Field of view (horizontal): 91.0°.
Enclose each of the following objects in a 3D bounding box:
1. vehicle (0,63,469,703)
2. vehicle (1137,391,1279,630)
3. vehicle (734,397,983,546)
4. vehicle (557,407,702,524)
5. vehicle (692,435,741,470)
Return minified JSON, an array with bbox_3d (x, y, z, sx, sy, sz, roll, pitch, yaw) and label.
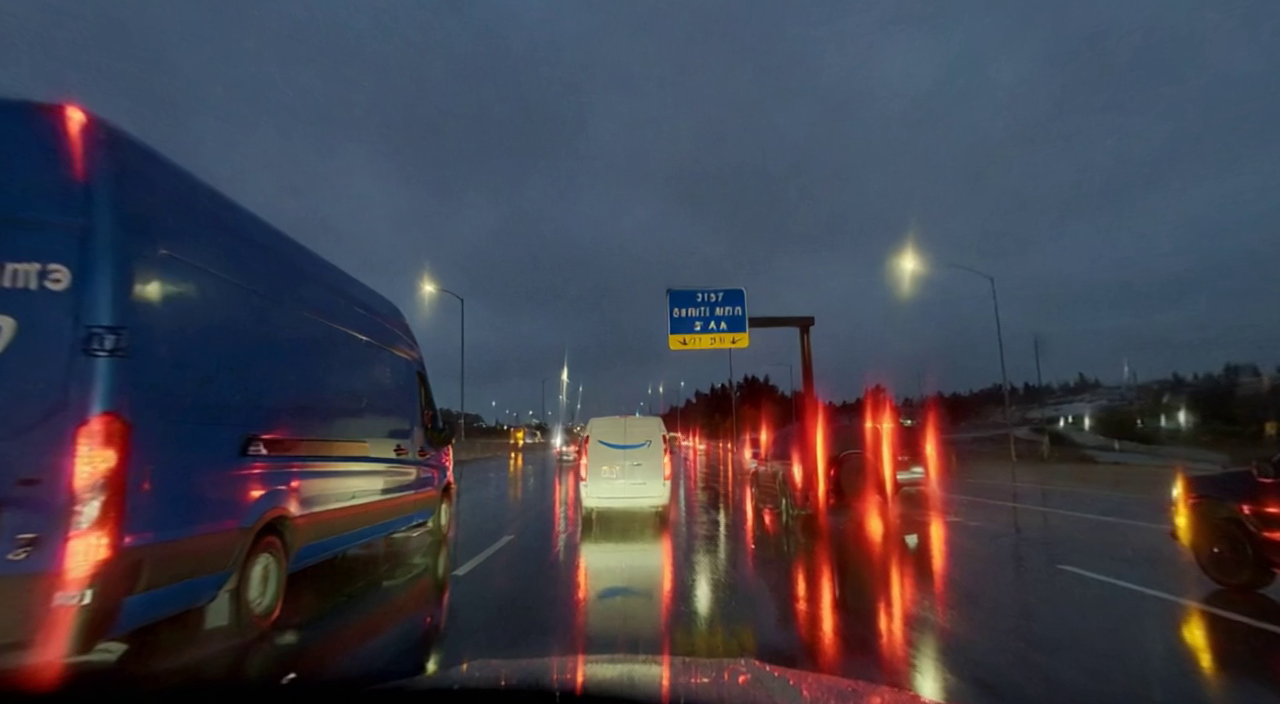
[{"bbox_3d":[-3.720,0.642,5.763,2.415,2.821,6.636,0,-8,0],"label":"vehicle"},{"bbox_3d":[5.589,1.010,3.646,1.987,1.689,4.098,1,-8,-1],"label":"vehicle"},{"bbox_3d":[3.193,1.916,10.715,2.341,1.890,5.144,1,-8,-1],"label":"vehicle"},{"bbox_3d":[-0.144,2.116,12.210,2.287,1.823,4.369,0,-8,0],"label":"vehicle"},{"bbox_3d":[3.969,5.310,33.531,2.064,1.720,4.416,0,-8,0],"label":"vehicle"}]
